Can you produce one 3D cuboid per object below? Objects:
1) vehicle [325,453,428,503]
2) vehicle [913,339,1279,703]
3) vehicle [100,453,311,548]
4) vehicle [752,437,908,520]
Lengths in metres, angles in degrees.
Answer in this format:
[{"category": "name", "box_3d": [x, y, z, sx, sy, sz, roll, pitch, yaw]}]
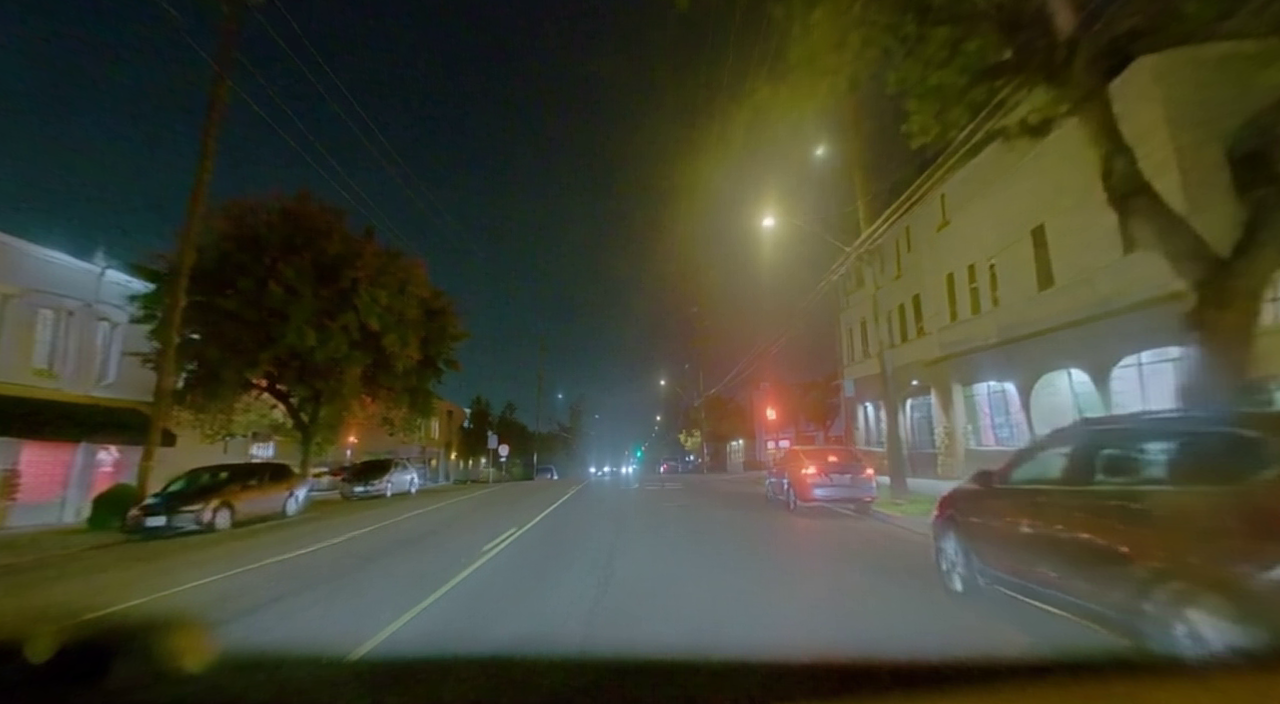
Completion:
[{"category": "vehicle", "box_3d": [-9.469, 4.534, 23.175, 2.000, 1.495, 4.687, -2, -9, -3]}, {"category": "vehicle", "box_3d": [3.735, 1.041, 4.007, 2.155, 1.747, 4.311, -1, -9, 2]}, {"category": "vehicle", "box_3d": [-9.407, 3.176, 14.175, 1.884, 1.526, 4.061, -5, -8, 0]}, {"category": "vehicle", "box_3d": [3.819, 2.627, 13.707, 1.946, 1.468, 4.721, 0, -9, 0]}]
